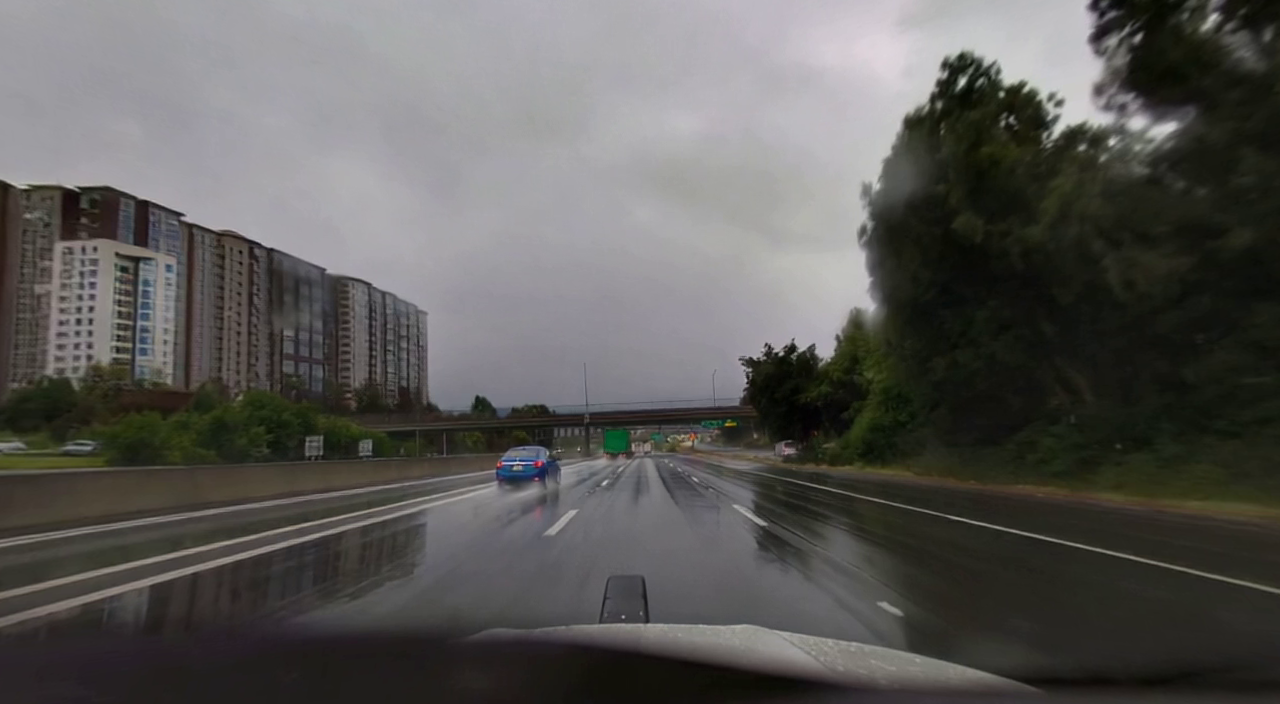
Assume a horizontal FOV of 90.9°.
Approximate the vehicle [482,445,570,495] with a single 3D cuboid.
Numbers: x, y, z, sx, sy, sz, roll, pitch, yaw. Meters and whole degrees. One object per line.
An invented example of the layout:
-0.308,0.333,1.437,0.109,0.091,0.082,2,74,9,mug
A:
-3.709,3.933,21.341,2.039,1.478,4.483,0,-9,1,vehicle
